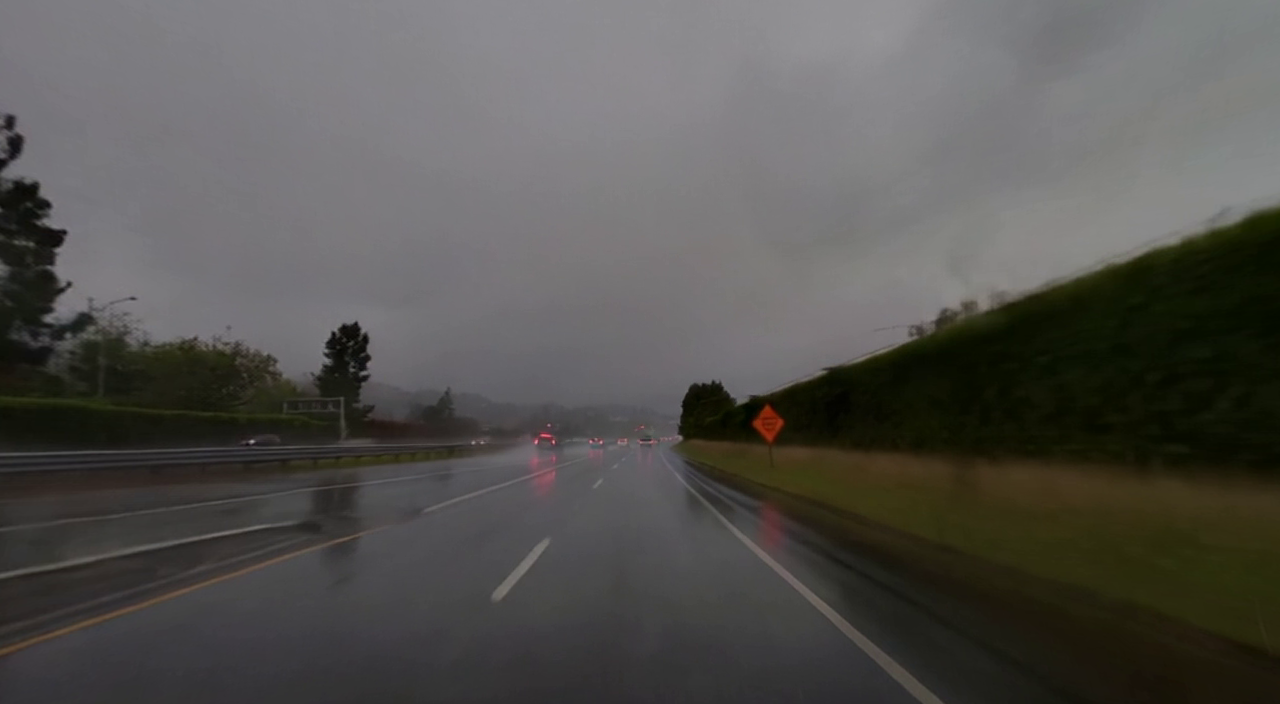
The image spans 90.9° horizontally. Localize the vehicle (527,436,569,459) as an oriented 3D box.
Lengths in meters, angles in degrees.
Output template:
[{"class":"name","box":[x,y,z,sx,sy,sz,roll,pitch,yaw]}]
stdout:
[{"class":"vehicle","box":[-6.758,7.037,46.700,2.141,1.612,3.998,-1,-8,6]}]
